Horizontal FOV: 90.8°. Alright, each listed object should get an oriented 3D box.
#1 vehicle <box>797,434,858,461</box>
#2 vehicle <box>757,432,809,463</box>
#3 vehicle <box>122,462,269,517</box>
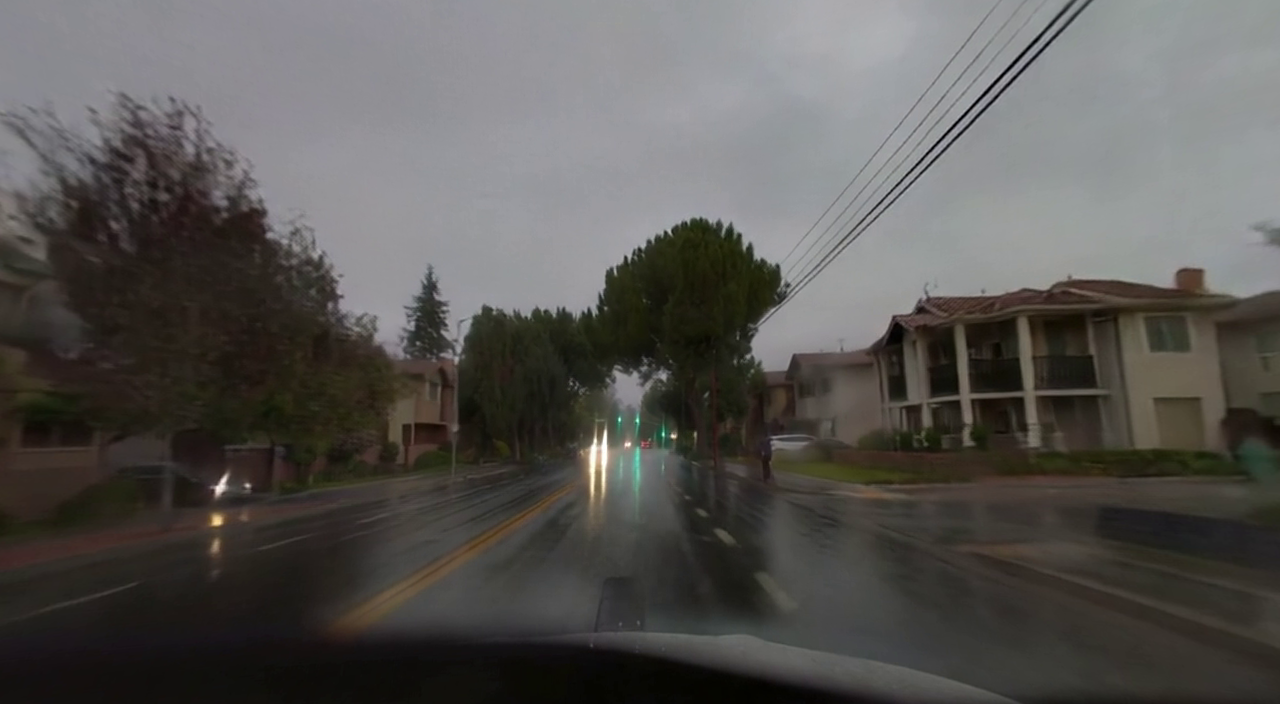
[{"bbox_3d":[11.799,6.063,40.144,2.181,1.530,4.867,-2,-8,-3],"label":"vehicle"},{"bbox_3d":[9.026,6.077,40.214,2.121,1.785,4.693,0,-8,-1],"label":"vehicle"},{"bbox_3d":[-15.415,4.743,22.262,2.124,1.538,4.237,-1,-8,0],"label":"vehicle"}]
